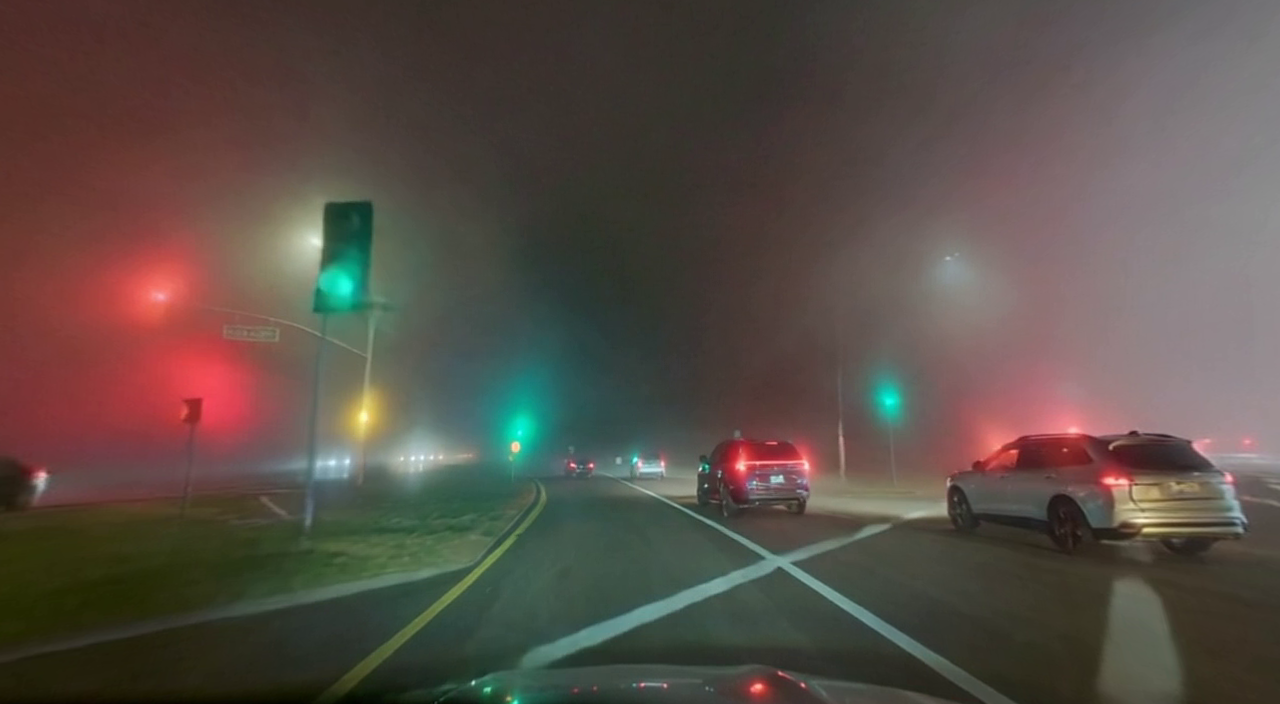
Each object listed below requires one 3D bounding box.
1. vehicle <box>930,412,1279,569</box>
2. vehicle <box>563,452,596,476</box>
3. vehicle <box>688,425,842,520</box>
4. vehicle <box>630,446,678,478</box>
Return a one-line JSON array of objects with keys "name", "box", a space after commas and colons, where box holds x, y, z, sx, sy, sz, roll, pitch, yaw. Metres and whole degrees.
[{"name": "vehicle", "box": [6.077, 1.756, 8.737, 1.881, 1.604, 4.289, 1, -8, -3]}, {"name": "vehicle", "box": [-4.105, 7.564, 42.757, 2.107, 1.527, 4.174, 1, -8, -5]}, {"name": "vehicle", "box": [2.586, 2.654, 14.464, 2.184, 1.777, 4.712, 1, -8, -5]}, {"name": "vehicle", "box": [0.669, 5.873, 33.993, 2.012, 1.612, 4.114, 1, -8, -7]}]
